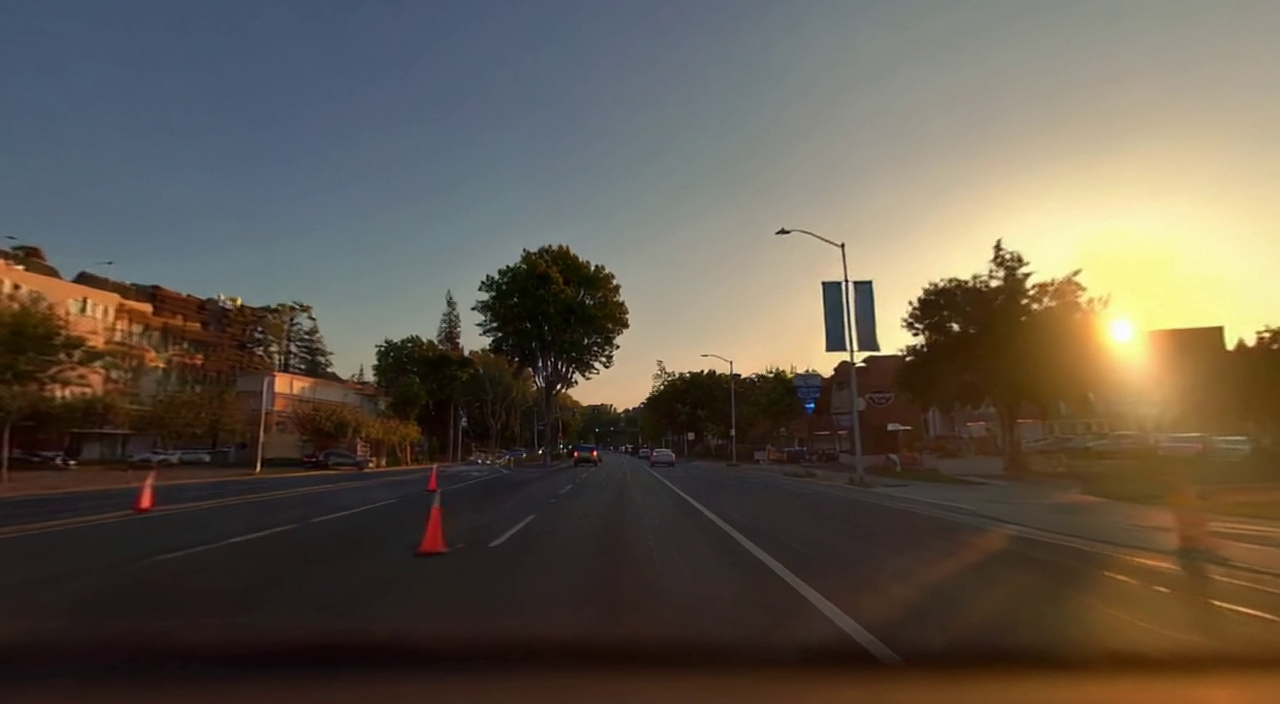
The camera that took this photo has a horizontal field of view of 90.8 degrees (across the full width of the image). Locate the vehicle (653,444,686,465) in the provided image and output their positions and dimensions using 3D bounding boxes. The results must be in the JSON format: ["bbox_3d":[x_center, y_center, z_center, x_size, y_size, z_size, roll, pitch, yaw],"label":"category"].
[{"bbox_3d":[2.210,7.823,48.426,2.063,1.483,4.226,0,-9,-3],"label":"vehicle"}]
